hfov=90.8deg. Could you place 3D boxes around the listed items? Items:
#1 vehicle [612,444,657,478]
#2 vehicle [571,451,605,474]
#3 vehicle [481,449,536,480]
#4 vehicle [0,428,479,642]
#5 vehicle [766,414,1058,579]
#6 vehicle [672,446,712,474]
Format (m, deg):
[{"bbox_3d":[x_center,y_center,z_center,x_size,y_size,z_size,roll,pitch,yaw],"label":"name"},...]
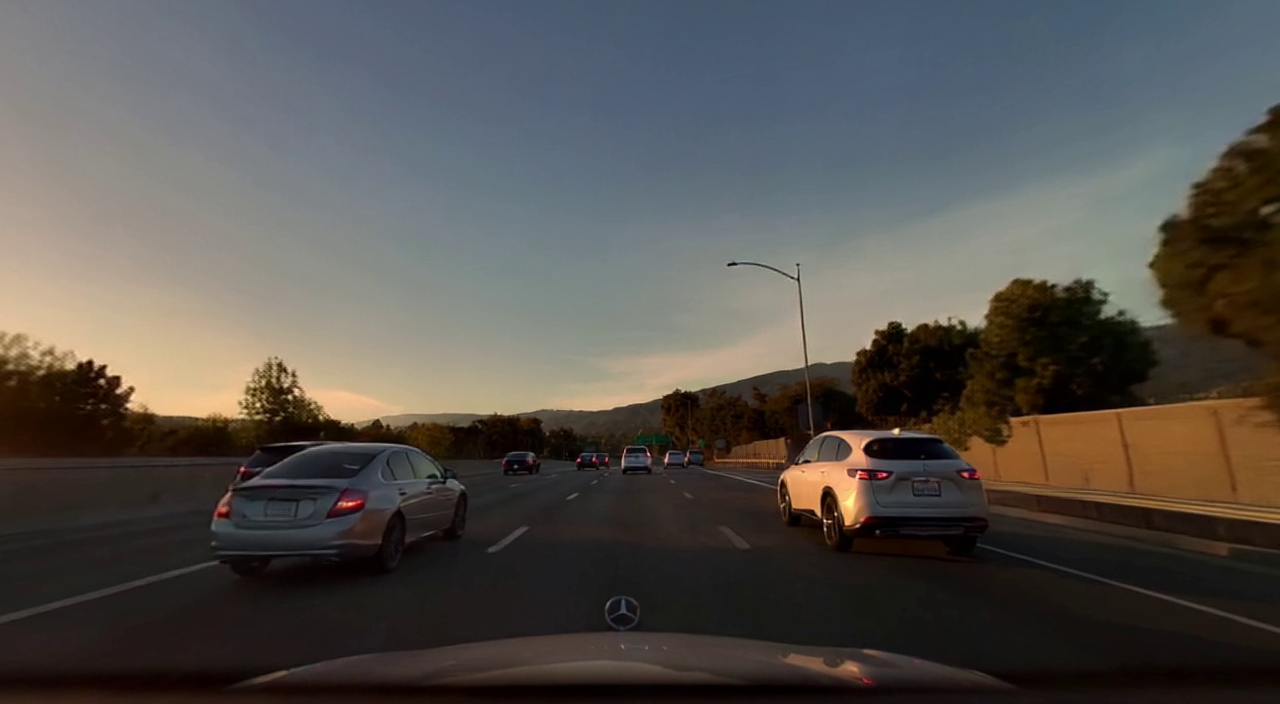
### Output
[{"bbox_3d":[-0.295,6.114,35.702,2.408,1.748,4.217,0,-8,0],"label":"vehicle"},{"bbox_3d":[-3.657,7.860,45.133,1.968,1.473,4.209,0,-8,1],"label":"vehicle"},{"bbox_3d":[-6.947,6.009,33.903,1.980,1.519,4.147,0,-8,1],"label":"vehicle"},{"bbox_3d":[-3.507,1.667,6.982,2.130,1.514,4.766,0,-8,1],"label":"vehicle"},{"bbox_3d":[3.326,1.856,8.977,2.029,1.716,4.545,0,-8,-1],"label":"vehicle"},{"bbox_3d":[3.440,7.189,42.403,2.320,1.735,4.408,0,-8,0],"label":"vehicle"}]
